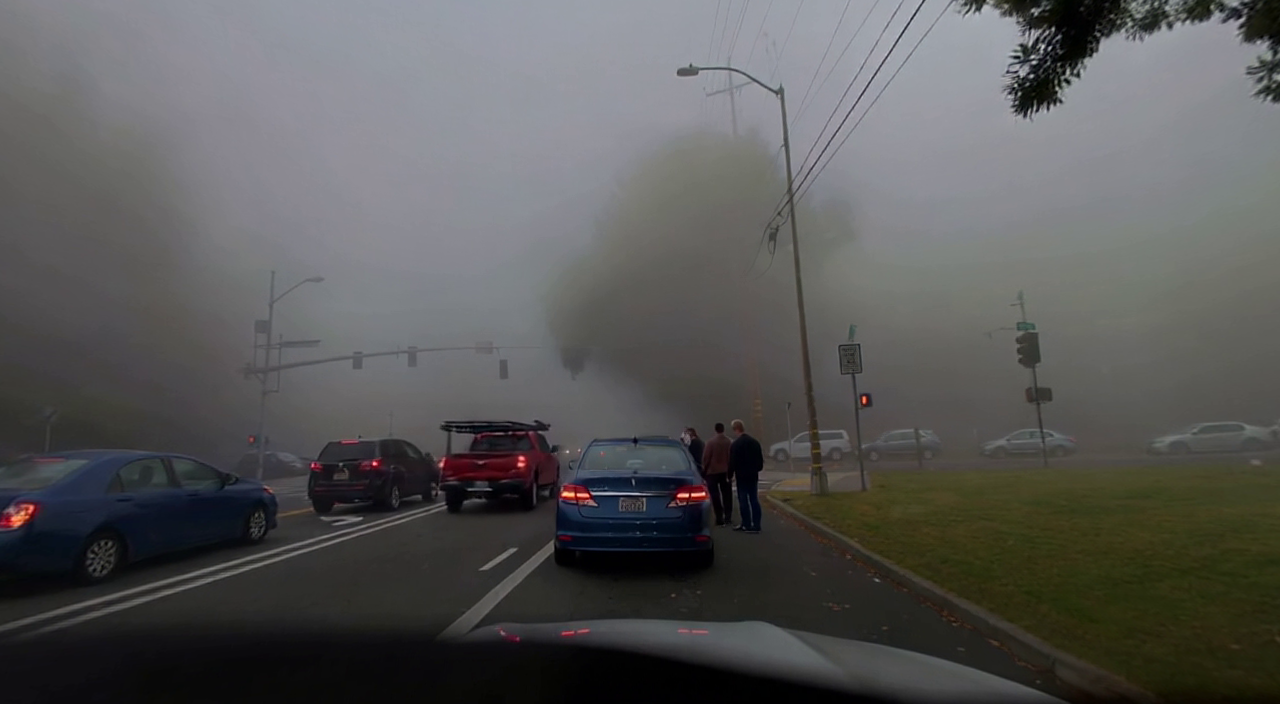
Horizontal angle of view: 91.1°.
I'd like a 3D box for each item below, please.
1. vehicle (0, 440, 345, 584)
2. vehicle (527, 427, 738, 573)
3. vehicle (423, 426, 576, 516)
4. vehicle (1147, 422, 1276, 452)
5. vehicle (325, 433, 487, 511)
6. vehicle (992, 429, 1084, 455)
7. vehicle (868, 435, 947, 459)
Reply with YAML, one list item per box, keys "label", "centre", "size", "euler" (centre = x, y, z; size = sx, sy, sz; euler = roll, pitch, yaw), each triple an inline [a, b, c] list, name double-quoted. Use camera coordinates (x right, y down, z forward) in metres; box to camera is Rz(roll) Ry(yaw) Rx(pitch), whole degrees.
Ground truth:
- label: "vehicle"
  centre: [-6.331, 2.063, 9.004]
  size: [1.948, 1.530, 4.283]
  euler: [0, -9, 3]
- label: "vehicle"
  centre: [-0.051, 1.857, 8.670]
  size: [2.182, 1.501, 4.150]
  euler: [0, -9, 1]
- label: "vehicle"
  centre: [-3.108, 2.796, 15.358]
  size: [2.273, 1.788, 5.258]
  euler: [-1, -9, 3]
- label: "vehicle"
  centre: [30.536, 4.602, 33.784]
  size: [4.739, 1.472, 1.804]
  euler: [-5, -10, 30]
- label: "vehicle"
  centre: [-6.153, 3.214, 17.423]
  size: [2.230, 1.811, 5.183]
  euler: [-1, -9, 3]
- label: "vehicle"
  centre: [23.821, 5.436, 37.737]
  size: [4.454, 1.440, 1.816]
  euler: [-5, -10, 30]
- label: "vehicle"
  centre: [17.509, 6.215, 41.123]
  size: [4.441, 1.452, 1.798]
  euler: [-5, -10, 30]
